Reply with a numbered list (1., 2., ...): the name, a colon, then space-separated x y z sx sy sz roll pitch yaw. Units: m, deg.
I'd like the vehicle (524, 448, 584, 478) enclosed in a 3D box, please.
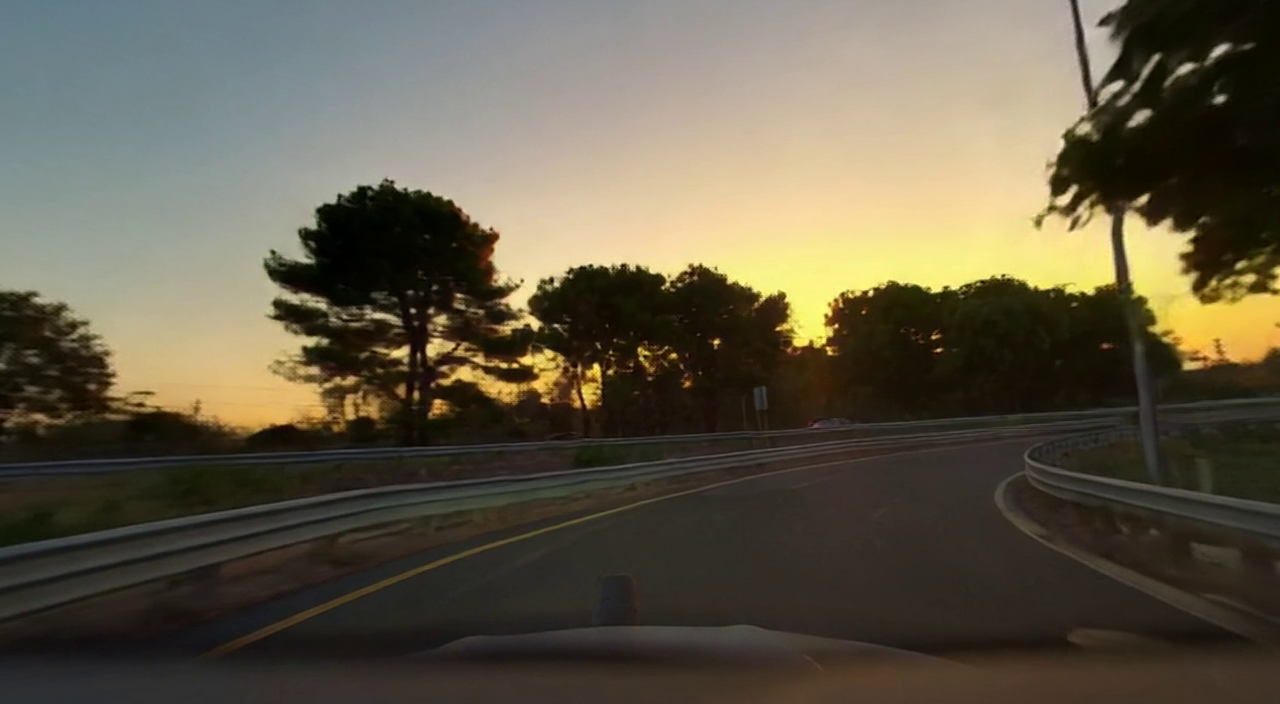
1. vehicle: -5.980 7.740 43.912 3.990 1.549 1.971 -3 -17 -6
